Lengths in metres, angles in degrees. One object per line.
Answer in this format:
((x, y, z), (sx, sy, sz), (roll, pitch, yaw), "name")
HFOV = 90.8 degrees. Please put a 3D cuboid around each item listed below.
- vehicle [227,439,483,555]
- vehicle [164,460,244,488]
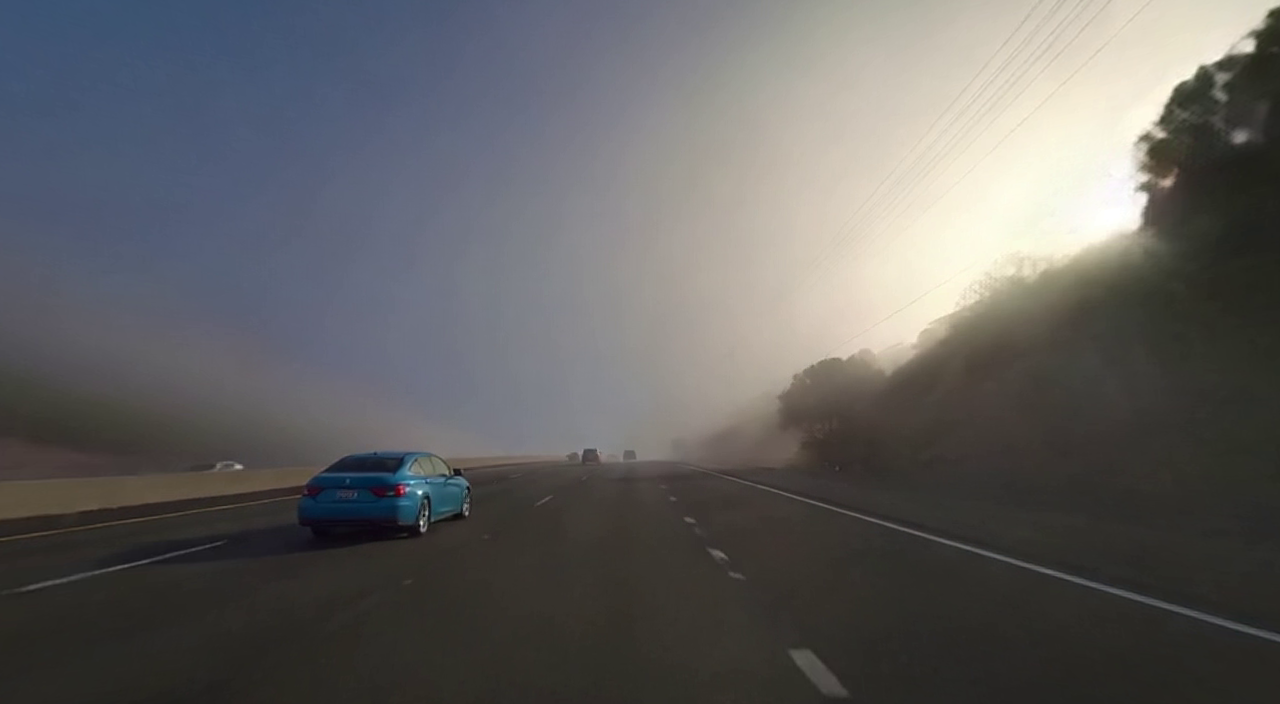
((-4.363, 2.287, 10.816), (2.064, 1.489, 4.966), (0, -9, 0), "vehicle")
((-26.098, 7.281, 38.016), (1.806, 1.474, 4.303), (0, -9, -1), "vehicle")
